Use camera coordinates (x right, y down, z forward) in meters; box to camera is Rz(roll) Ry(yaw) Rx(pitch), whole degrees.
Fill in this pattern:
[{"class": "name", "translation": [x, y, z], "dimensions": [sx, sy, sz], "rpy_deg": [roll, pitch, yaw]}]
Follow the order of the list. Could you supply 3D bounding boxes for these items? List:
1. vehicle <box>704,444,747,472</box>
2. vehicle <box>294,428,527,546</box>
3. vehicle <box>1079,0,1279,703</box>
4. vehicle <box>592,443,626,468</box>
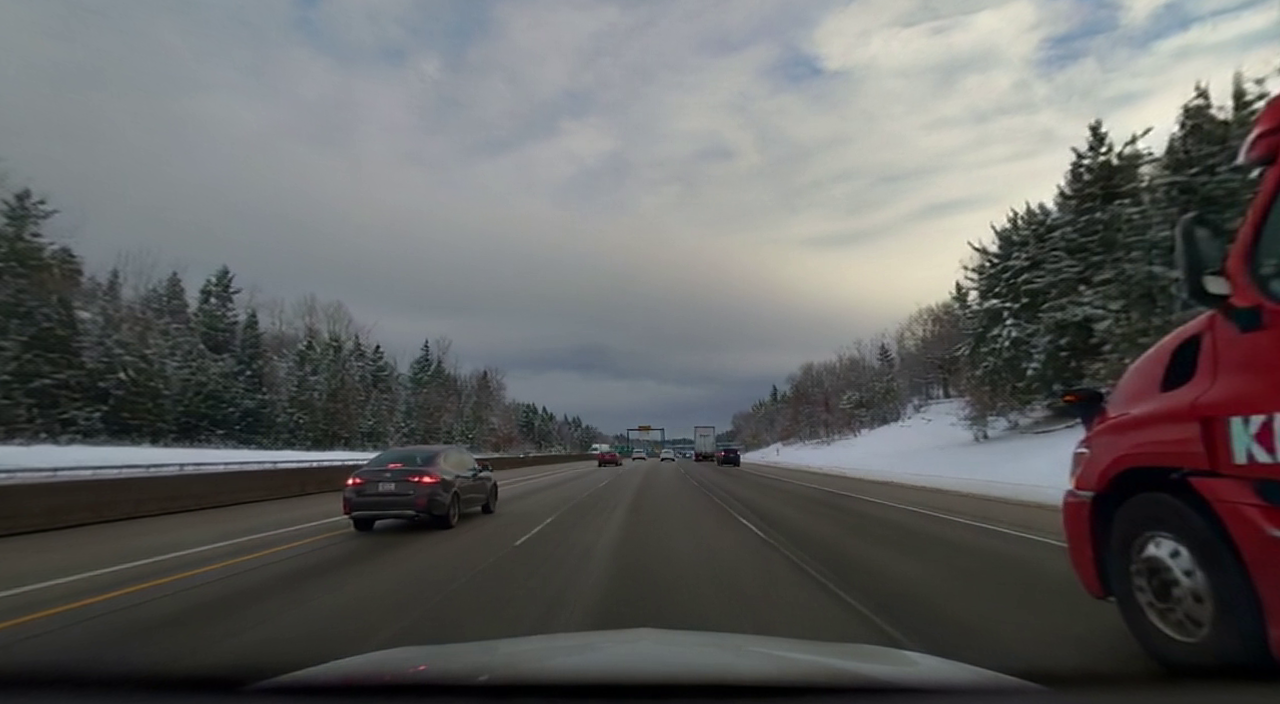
[{"class": "vehicle", "translation": [5.190, 6.490, 38.705], "dimensions": [2.176, 1.598, 3.878], "rpy_deg": [0, -9, 1]}, {"class": "vehicle", "translation": [-3.434, 2.144, 10.687], "dimensions": [2.085, 1.530, 4.809], "rpy_deg": [0, -9, 1]}, {"class": "vehicle", "translation": [4.446, -0.316, 1.098], "dimensions": [2.976, 3.886, 5.835], "rpy_deg": [0, -9, 1]}, {"class": "vehicle", "translation": [-2.169, 7.425, 45.140], "dimensions": [2.017, 1.683, 4.309], "rpy_deg": [0, -9, 3]}]
